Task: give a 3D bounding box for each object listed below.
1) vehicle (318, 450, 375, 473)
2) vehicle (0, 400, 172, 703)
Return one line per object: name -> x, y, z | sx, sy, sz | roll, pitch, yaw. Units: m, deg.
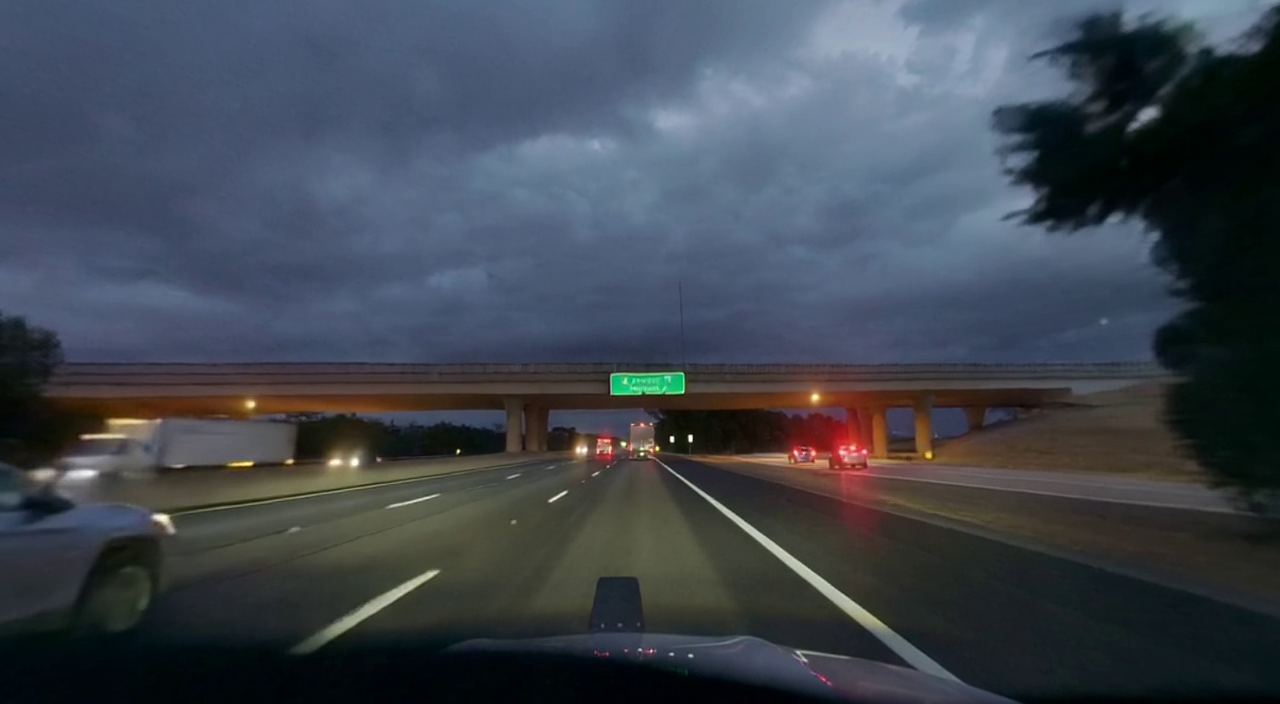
vehicle -> -20.045, 7.475, 43.193 | 1.969, 1.433, 4.024 | 0, -9, 0
vehicle -> -4.402, 0.831, 1.786 | 2.235, 1.593, 5.077 | 0, -9, 0
